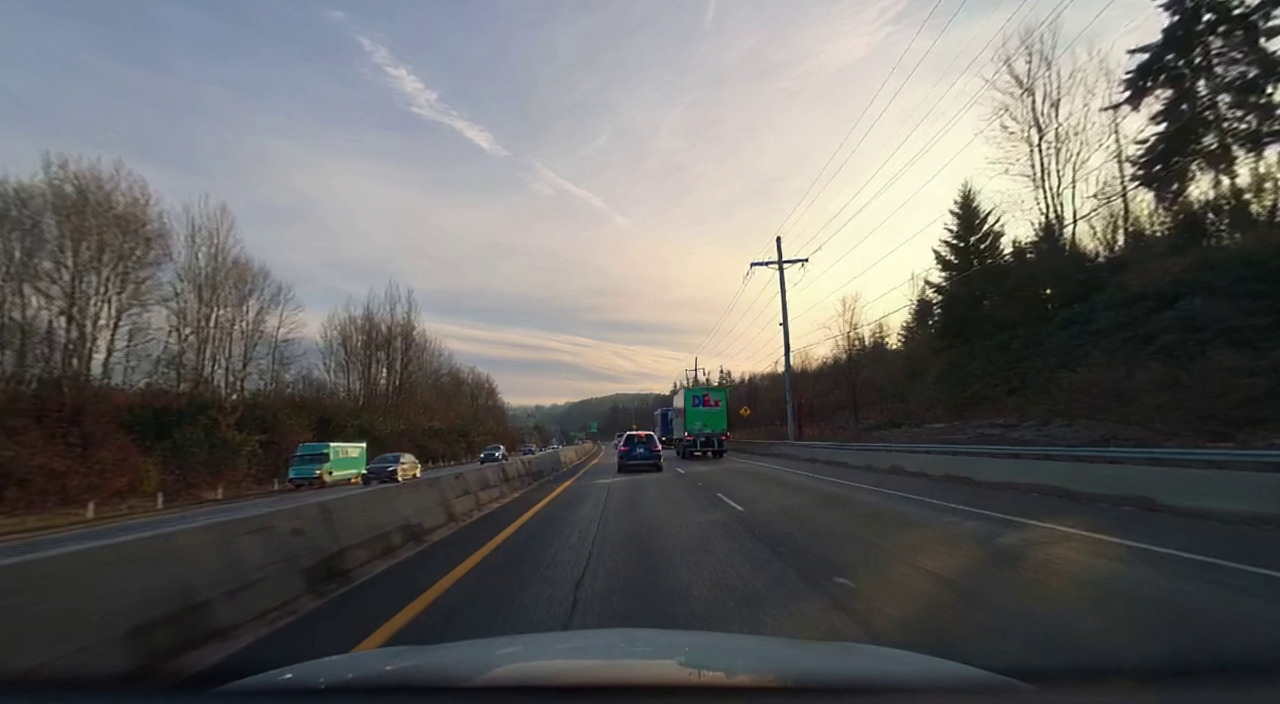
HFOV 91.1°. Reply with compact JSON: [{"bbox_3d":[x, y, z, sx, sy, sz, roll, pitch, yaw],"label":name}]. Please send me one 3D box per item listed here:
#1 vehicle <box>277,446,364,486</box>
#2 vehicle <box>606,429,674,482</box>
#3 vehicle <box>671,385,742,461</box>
[{"bbox_3d":[-17.875,6.356,35.532,2.260,2.015,5.352,0,-8,-2],"label":"vehicle"},{"bbox_3d":[-0.058,3.384,20.953,2.062,1.581,3.914,0,-8,-2],"label":"vehicle"},{"bbox_3d":[3.607,4.201,36.526,2.835,3.872,8.916,0,-8,-2],"label":"vehicle"}]
